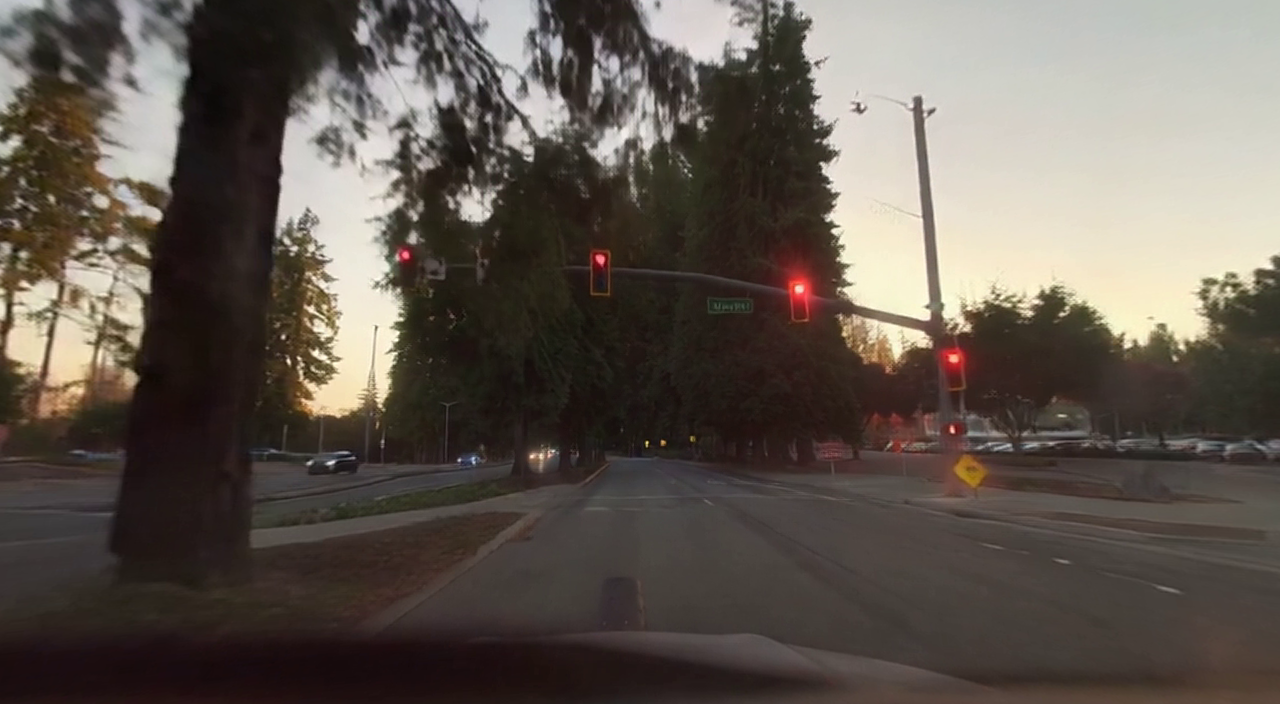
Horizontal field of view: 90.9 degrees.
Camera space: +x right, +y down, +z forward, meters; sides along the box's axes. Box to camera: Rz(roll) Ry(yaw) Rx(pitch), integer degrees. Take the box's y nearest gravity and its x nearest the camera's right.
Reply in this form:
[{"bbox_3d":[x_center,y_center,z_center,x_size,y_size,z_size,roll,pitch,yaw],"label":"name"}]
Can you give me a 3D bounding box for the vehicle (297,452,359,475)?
[{"bbox_3d":[-21.925,7.820,44.490,1.885,1.479,4.675,0,-8,1],"label":"vehicle"}]
